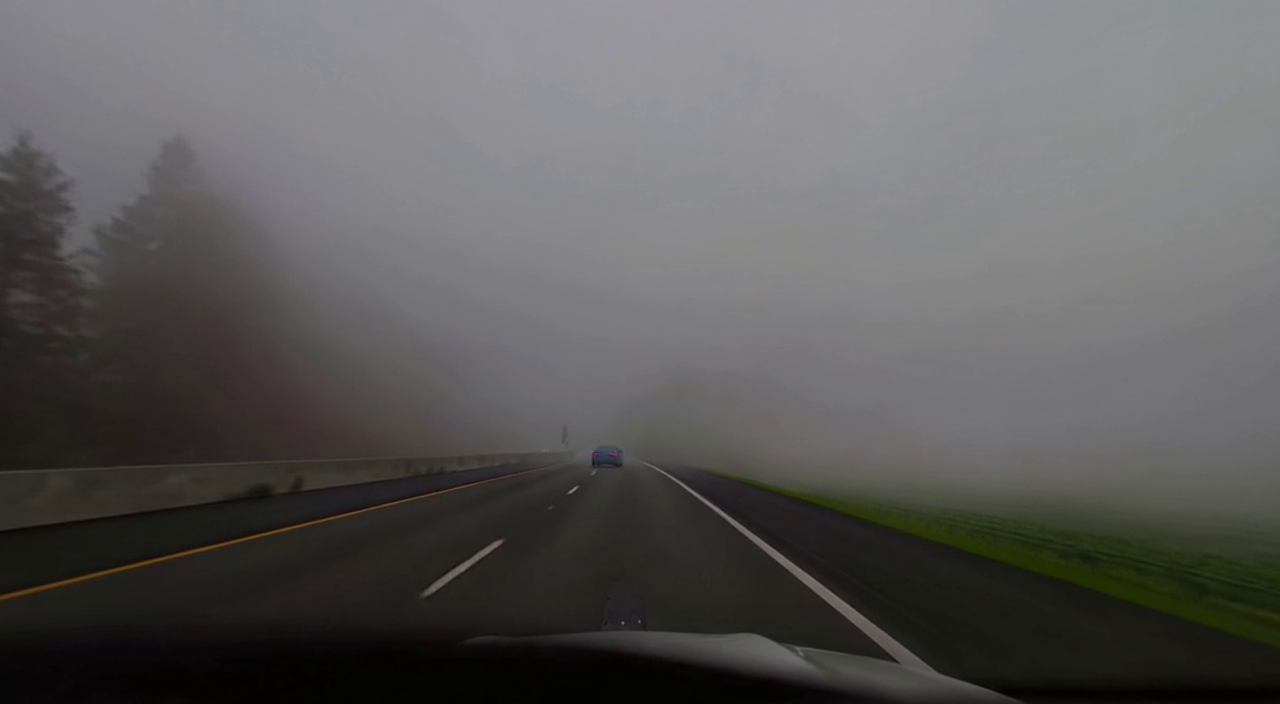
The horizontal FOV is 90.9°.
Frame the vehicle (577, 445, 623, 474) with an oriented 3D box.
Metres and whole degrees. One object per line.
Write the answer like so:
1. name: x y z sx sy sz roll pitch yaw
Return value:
1. vehicle: -2.078 5.742 33.944 2.126 1.411 4.433 0 -9 1
